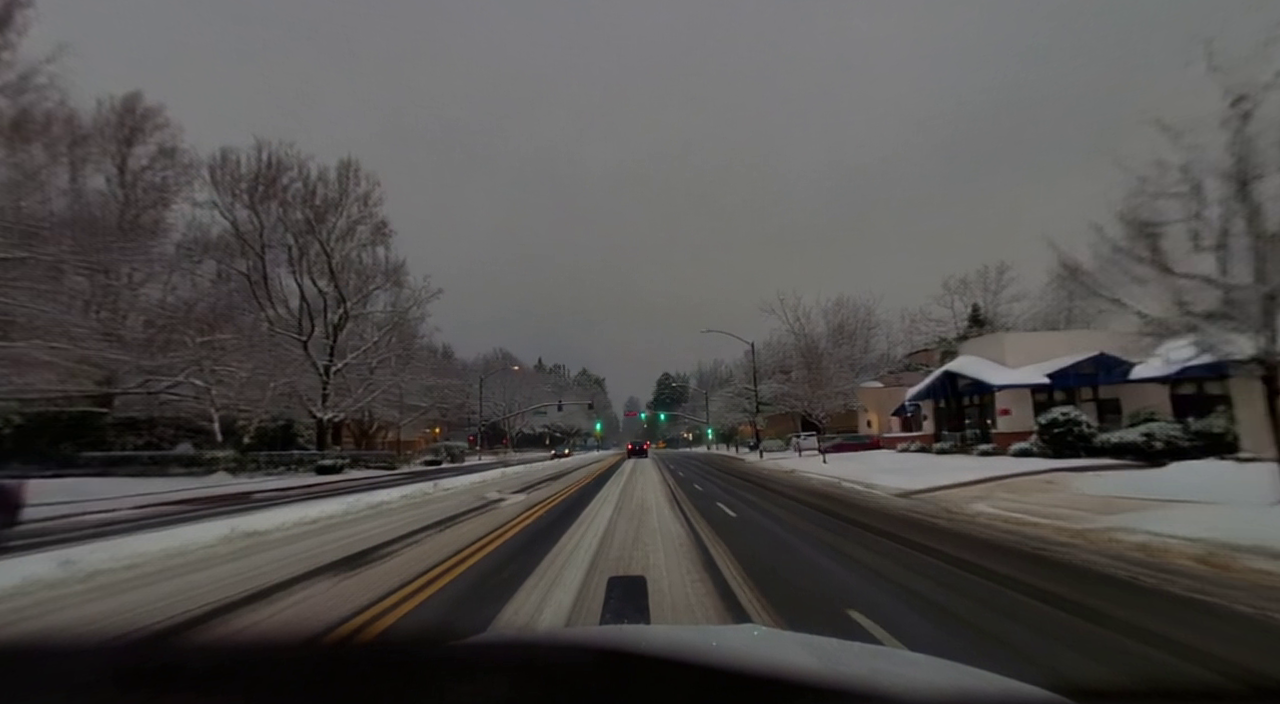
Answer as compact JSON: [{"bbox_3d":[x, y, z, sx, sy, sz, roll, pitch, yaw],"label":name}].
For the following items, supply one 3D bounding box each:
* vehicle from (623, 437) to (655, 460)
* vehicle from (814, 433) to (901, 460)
[{"bbox_3d":[-0.032,7.125,46.695,2.196,1.646,4.109,0,-8,2],"label":"vehicle"},{"bbox_3d":[14.128,6.117,41.027,5.001,1.554,1.961,-3,-8,31],"label":"vehicle"}]
